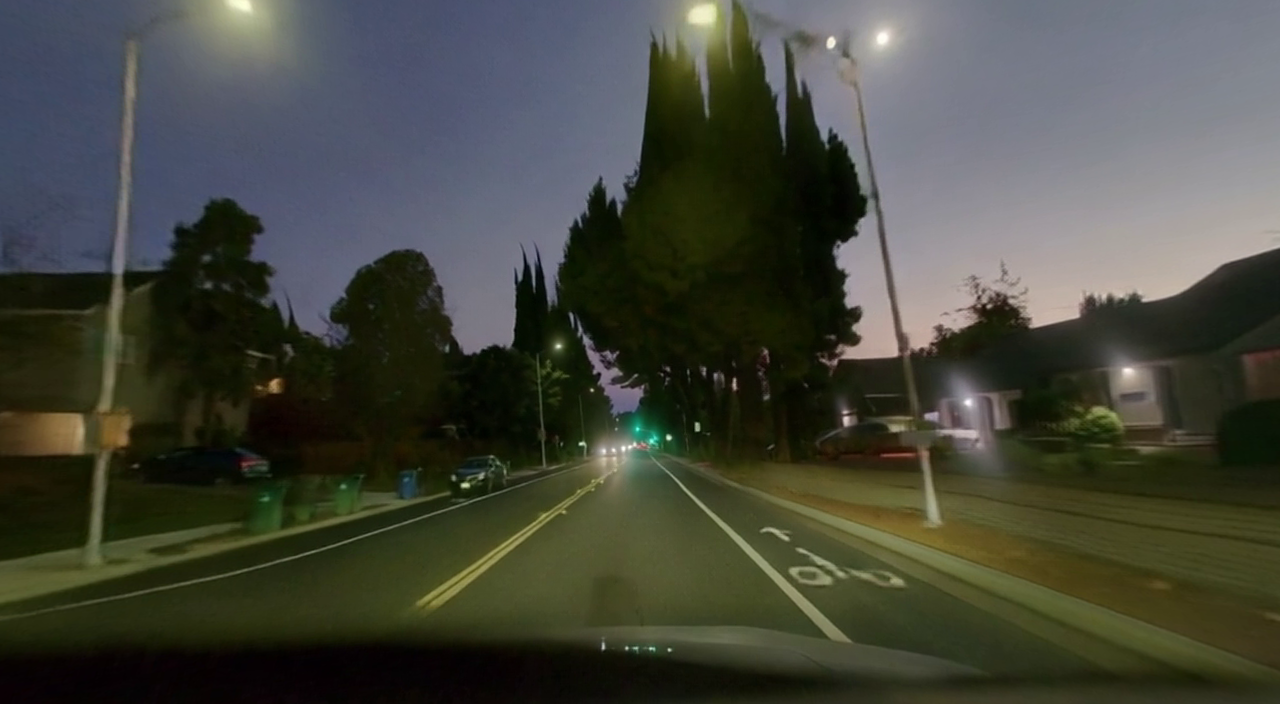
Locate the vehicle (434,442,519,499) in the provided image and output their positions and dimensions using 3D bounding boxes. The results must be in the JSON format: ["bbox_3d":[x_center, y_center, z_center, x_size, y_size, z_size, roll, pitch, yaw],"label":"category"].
[{"bbox_3d":[-6.610,4.839,26.115,2.176,1.885,5.174,-5,-10,-2],"label":"vehicle"}]

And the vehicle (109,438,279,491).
[{"bbox_3d":[-15.675,3.962,22.334,4.735,1.712,1.992,-2,-9,9],"label":"vehicle"}]
